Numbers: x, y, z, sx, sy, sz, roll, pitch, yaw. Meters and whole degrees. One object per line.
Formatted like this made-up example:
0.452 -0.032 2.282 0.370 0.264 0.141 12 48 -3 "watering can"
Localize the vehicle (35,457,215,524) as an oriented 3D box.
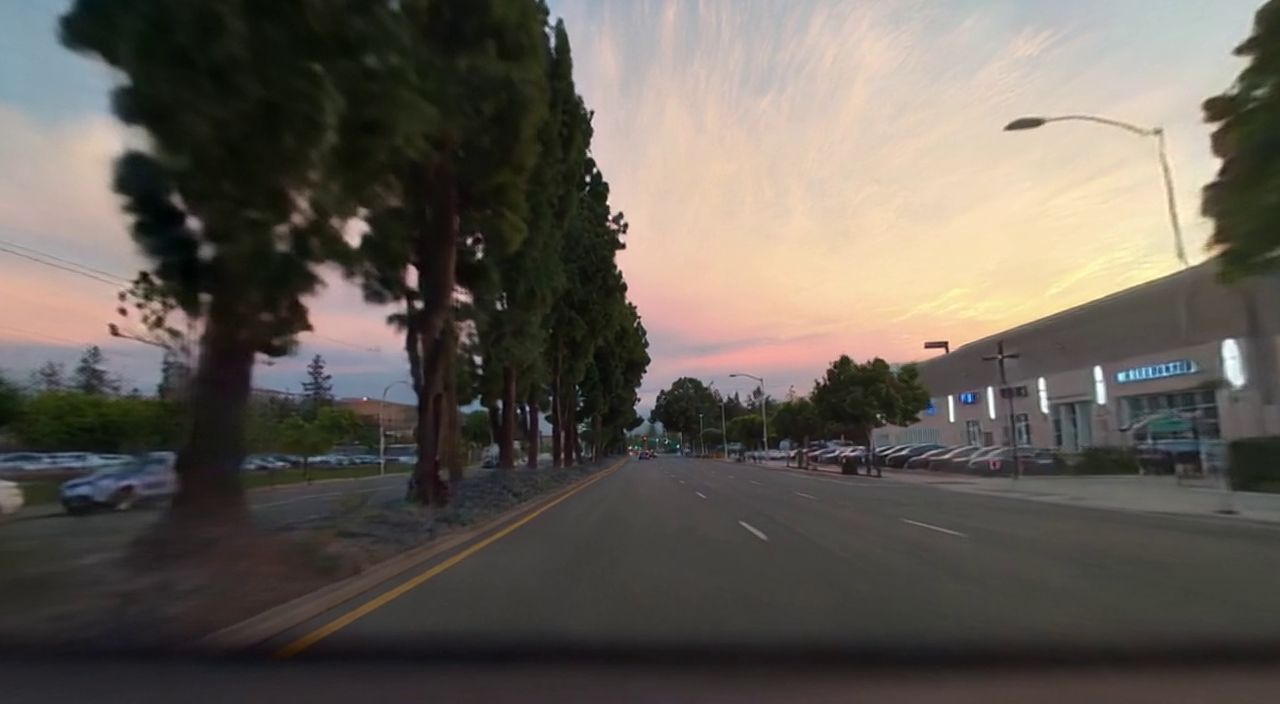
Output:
-16.886 4.506 21.153 1.993 1.887 4.722 -1 -9 0 "vehicle"
